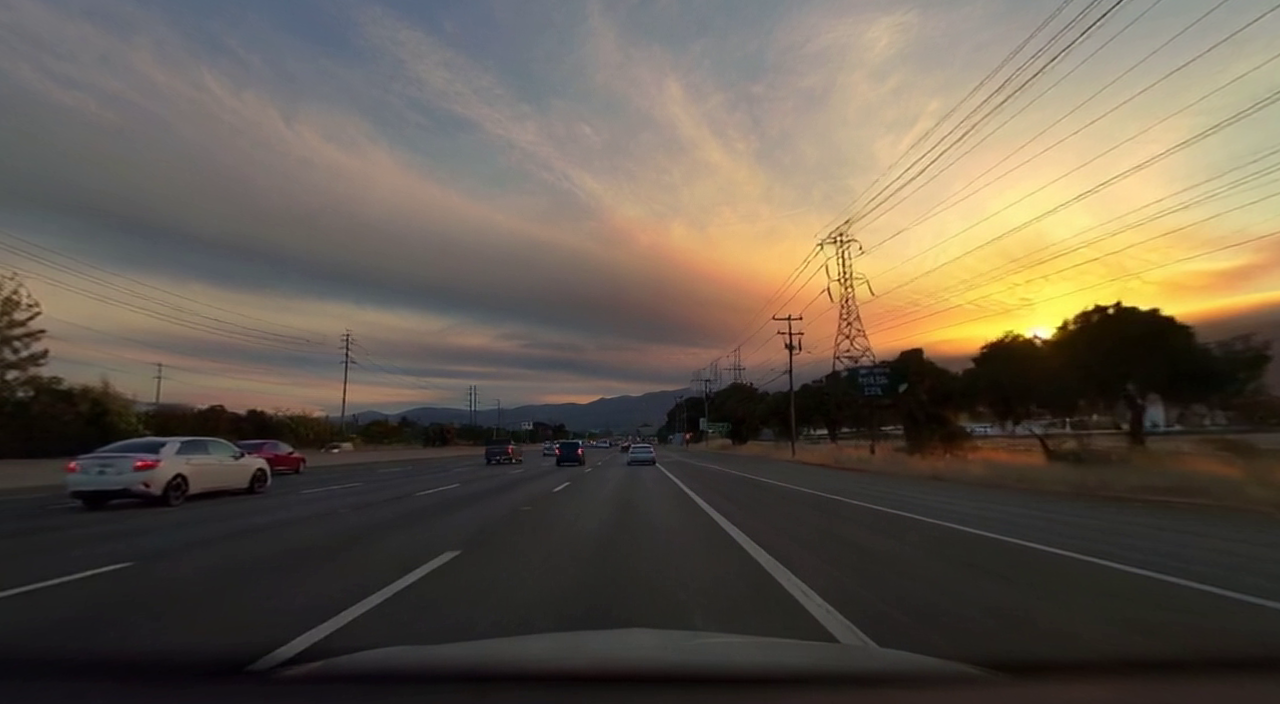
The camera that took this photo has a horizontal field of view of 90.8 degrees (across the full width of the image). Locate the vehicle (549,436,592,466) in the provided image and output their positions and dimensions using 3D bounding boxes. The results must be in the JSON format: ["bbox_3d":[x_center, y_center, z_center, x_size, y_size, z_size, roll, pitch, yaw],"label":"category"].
[{"bbox_3d":[-4.113,5.979,38.149,2.121,1.673,4.443,0,-9,-1],"label":"vehicle"}]

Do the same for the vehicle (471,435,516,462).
[{"bbox_3d":[-10.656,7.094,46.400,2.115,1.799,5.444,0,-9,-1],"label":"vehicle"}]

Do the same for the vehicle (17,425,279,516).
[{"bbox_3d":[-10.199,2.482,13.707,2.098,1.643,4.413,0,-9,0],"label":"vehicle"}]

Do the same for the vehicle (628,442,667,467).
[{"bbox_3d":[0.354,5.892,36.453,2.015,1.391,3.897,0,-9,-3],"label":"vehicle"}]
